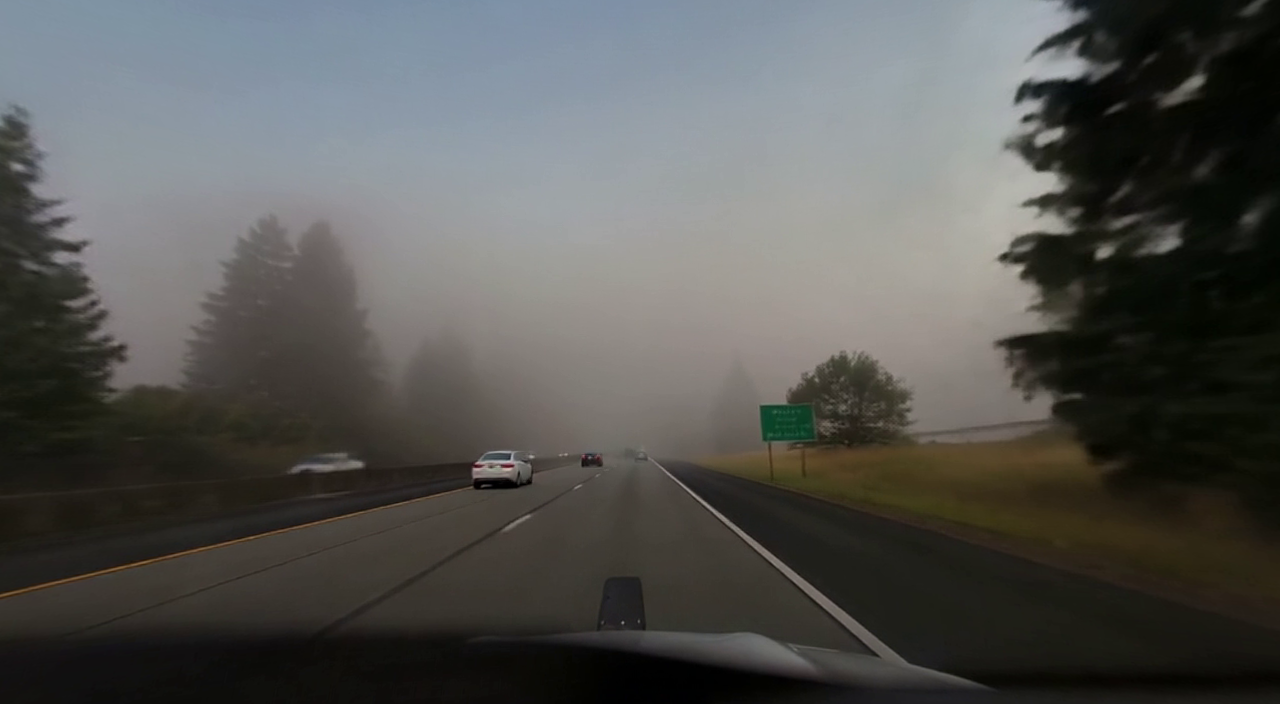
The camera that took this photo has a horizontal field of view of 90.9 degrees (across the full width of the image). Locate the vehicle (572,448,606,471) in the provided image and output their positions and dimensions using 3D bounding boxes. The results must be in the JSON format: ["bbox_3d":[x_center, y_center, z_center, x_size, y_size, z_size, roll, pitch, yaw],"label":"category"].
[{"bbox_3d":[-3.421,7.341,43.088,2.005,1.474,3.921,0,-9,0],"label":"vehicle"}]

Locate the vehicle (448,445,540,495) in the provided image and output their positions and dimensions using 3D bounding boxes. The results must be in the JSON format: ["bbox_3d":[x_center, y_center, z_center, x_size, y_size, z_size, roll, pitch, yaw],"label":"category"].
[{"bbox_3d":[-4.781,3.934,21.407,1.975,1.501,4.603,0,-9,1],"label":"vehicle"}]

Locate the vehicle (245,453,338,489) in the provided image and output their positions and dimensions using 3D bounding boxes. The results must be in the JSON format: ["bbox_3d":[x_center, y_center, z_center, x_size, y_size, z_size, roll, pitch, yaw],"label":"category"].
[{"bbox_3d":[-17.298,5.916,31.584,1.972,1.606,4.630,0,-9,1],"label":"vehicle"}]
